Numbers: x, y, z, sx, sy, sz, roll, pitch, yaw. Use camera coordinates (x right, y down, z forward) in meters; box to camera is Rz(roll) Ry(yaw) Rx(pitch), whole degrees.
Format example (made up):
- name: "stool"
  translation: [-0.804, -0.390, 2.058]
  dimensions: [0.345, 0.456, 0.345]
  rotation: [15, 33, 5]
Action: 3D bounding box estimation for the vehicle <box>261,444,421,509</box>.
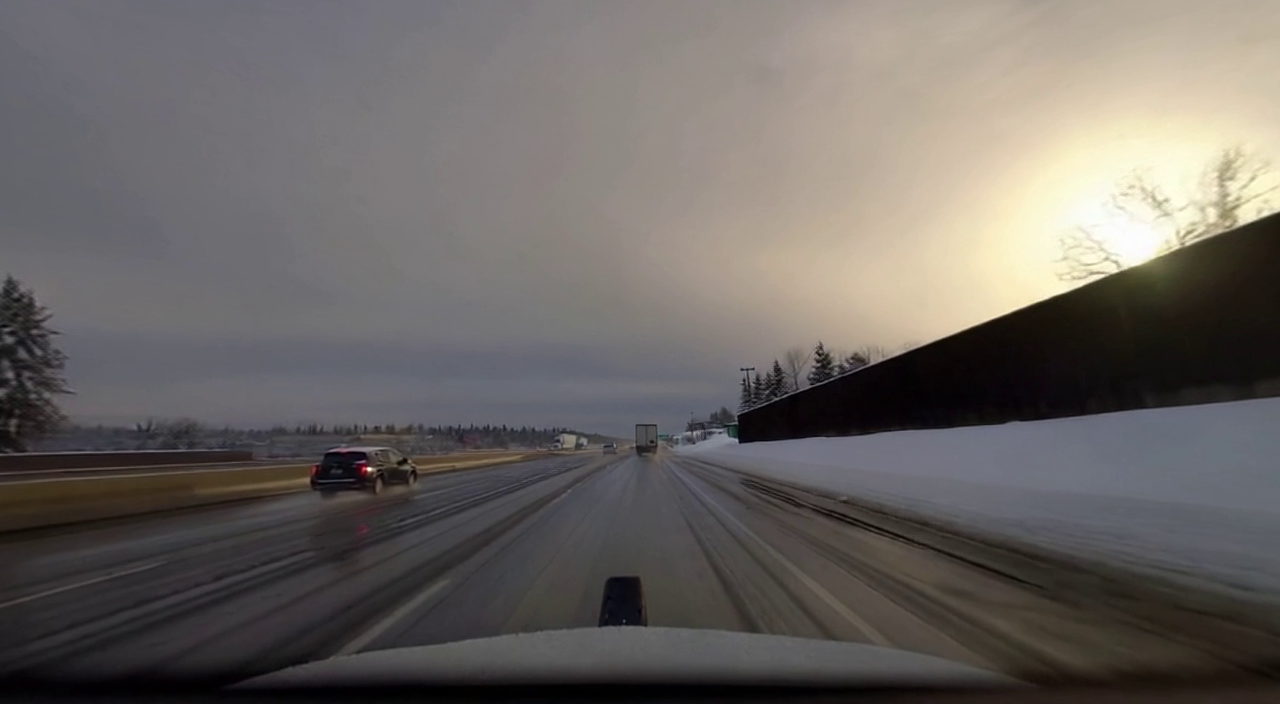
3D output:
- name: "vehicle"
  translation: [-7.659, 3.182, 16.758]
  dimensions: [1.979, 1.470, 4.485]
  rotation: [0, -8, 1]
